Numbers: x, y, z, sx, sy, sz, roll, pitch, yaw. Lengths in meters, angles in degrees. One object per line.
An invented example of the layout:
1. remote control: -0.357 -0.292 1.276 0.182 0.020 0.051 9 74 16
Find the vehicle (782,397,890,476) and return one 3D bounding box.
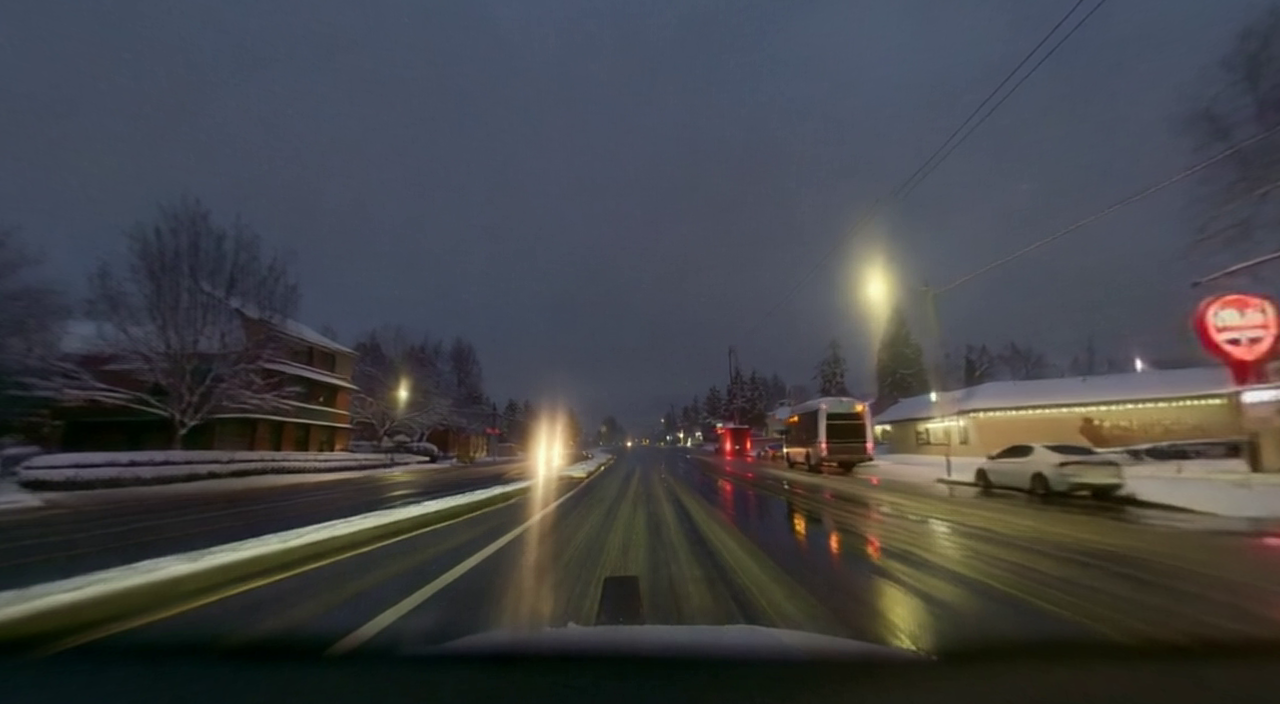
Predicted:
1. vehicle: 9.902 4.439 33.000 2.897 3.584 7.857 0 -8 -2

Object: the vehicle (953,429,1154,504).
1. vehicle: 10.255 2.857 16.204 2.085 1.630 4.403 0 -8 -1
